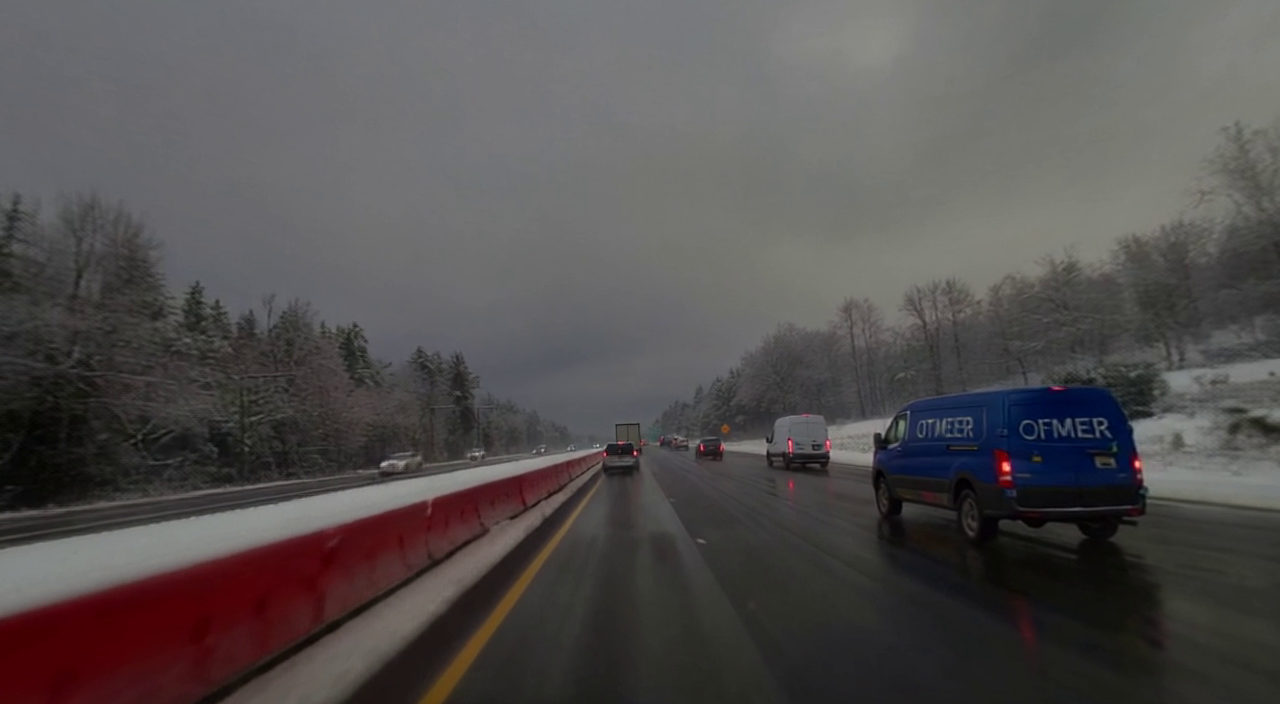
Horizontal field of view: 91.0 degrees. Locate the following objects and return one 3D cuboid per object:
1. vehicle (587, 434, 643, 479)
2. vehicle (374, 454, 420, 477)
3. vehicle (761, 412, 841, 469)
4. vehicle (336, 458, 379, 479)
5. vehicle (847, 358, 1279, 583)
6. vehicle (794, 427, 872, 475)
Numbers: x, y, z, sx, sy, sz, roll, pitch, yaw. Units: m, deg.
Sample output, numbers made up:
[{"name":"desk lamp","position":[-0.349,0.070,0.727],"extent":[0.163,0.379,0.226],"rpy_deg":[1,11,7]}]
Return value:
[{"name":"vehicle","position":[-1.005,4.177,25.453],"extent":[2.100,1.636,3.620],"rpy_deg":[0,-8,-2]},{"name":"vehicle","position":[-18.237,8.521,47.441],"extent":[1.804,1.491,4.444],"rpy_deg":[0,-8,-1]},{"name":"vehicle","position":[8.113,4.566,32.382],"extent":[2.385,2.635,5.633],"rpy_deg":[0,-8,-2]},{"name":"vehicle","position":[-21.965,9.032,49.110],"extent":[1.744,1.460,3.700],"rpy_deg":[0,-8,-3]},{"name":"vehicle","position":[4.818,1.419,8.297],"extent":[2.223,2.008,5.121],"rpy_deg":[0,-8,-2]},{"name":"vehicle","position":[8.274,4.275,27.341],"extent":[2.255,1.960,3.229],"rpy_deg":[0,-8,-1]}]
